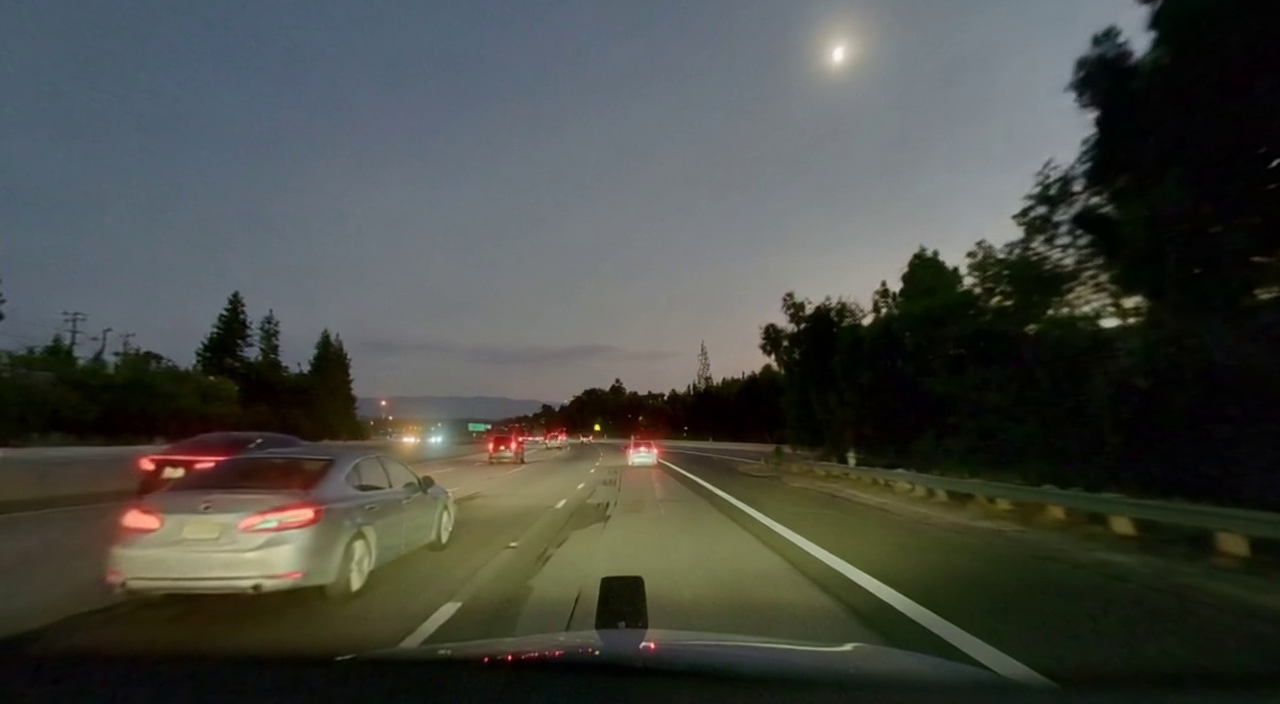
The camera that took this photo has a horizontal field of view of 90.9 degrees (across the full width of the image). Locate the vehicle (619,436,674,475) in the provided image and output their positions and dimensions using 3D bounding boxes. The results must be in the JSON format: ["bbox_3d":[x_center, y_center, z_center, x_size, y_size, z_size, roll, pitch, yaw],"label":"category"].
[{"bbox_3d":[0.167,4.145,25.387,2.051,1.444,3.927,0,-9,-2],"label":"vehicle"}]

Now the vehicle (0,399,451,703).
[{"bbox_3d":[-3.643,1.376,5.738,2.246,1.519,4.980,0,-9,1],"label":"vehicle"}]
